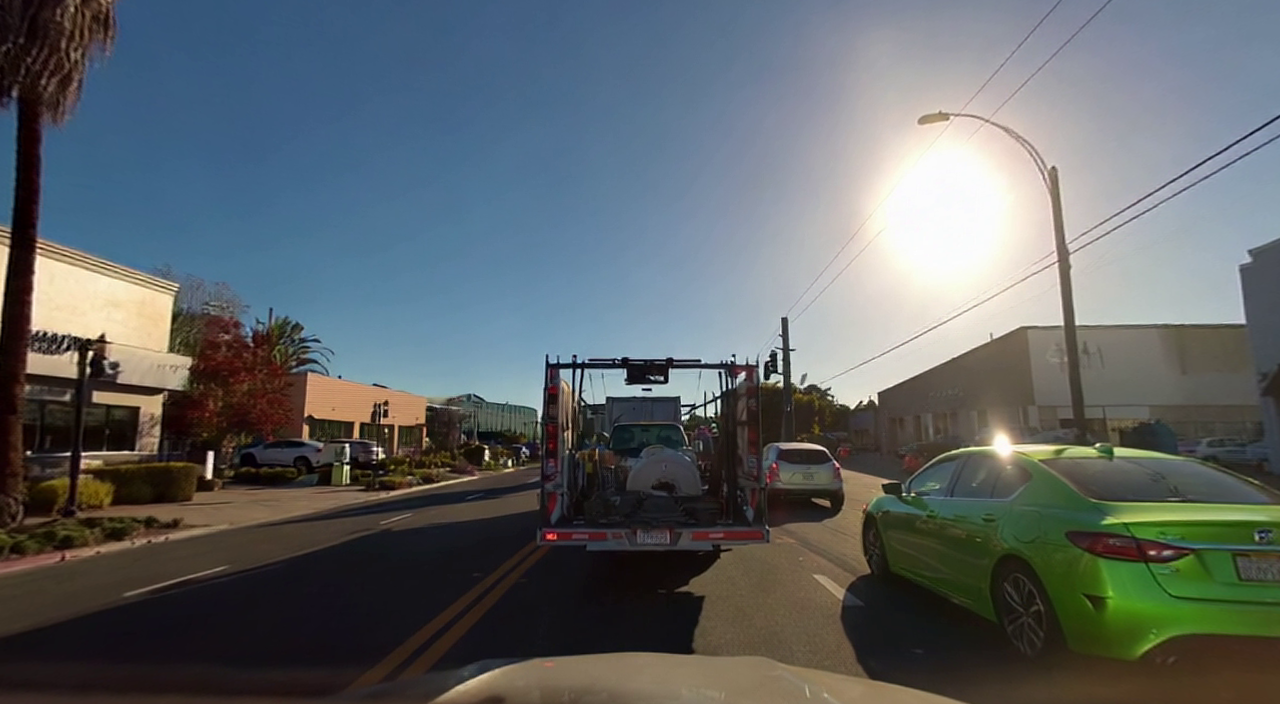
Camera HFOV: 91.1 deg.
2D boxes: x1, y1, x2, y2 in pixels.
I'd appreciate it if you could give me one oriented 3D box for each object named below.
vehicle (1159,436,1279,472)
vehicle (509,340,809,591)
[{"bbox_3d":[28.571,5.000,30.885,4.193,1.633,1.928,-4,-9,26],"label":"vehicle"},{"bbox_3d":[0.180,1.512,9.083,2.728,2.305,6.506,0,-8,0],"label":"vehicle"}]
